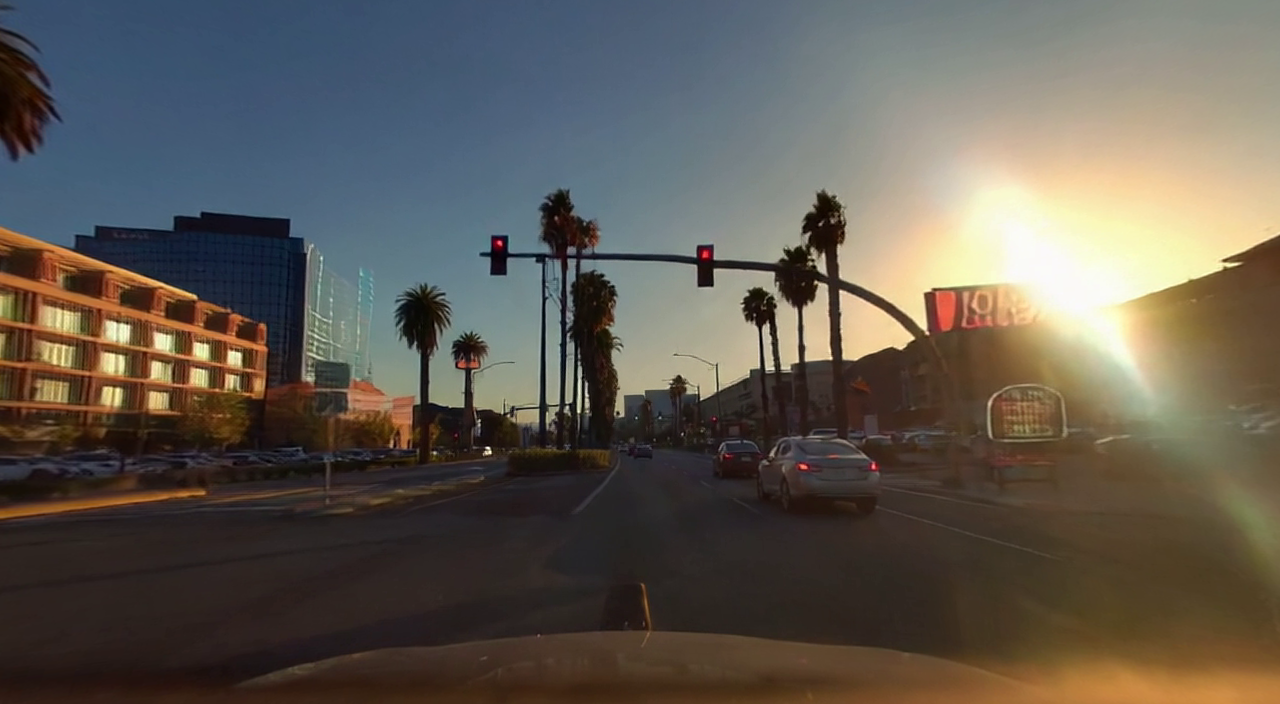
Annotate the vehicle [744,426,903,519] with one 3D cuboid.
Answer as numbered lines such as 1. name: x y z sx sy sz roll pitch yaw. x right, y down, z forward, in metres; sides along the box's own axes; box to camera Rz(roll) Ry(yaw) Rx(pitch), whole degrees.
1. vehicle: 3.431 2.329 12.698 1.931 1.534 4.126 0 -8 0

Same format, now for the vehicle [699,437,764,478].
1. vehicle: 3.542 4.199 25.331 1.870 1.467 4.800 0 -8 0

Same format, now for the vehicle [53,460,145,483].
1. vehicle: -37.758 8.353 44.050 4.648 1.484 1.908 0 -8 0

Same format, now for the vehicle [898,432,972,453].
1. vehicle: 22.040 6.790 47.160 4.532 1.477 1.914 -1 -8 3
